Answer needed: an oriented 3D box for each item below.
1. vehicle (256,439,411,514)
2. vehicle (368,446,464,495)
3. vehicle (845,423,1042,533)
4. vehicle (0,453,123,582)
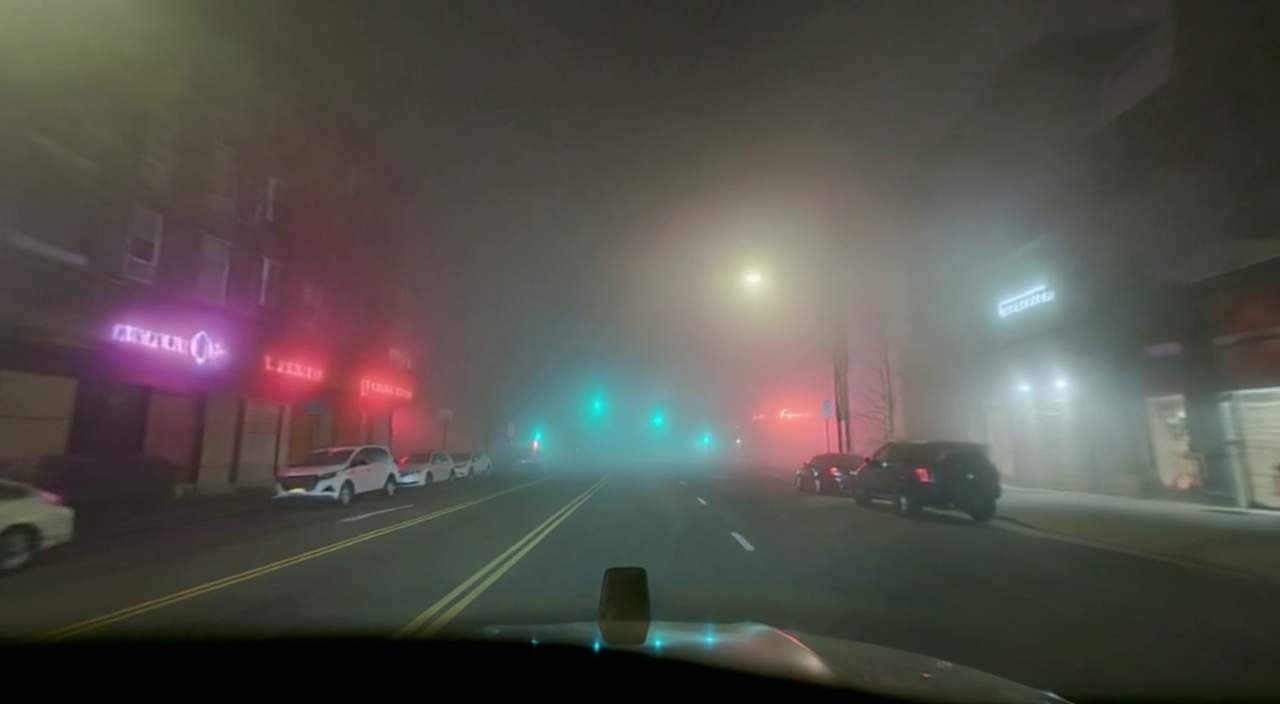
[{"bbox_3d":[-8.790,3.581,18.694,2.140,1.861,4.801,-1,-9,1],"label":"vehicle"},{"bbox_3d":[-8.870,4.700,25.499,2.004,1.709,4.941,0,-8,1],"label":"vehicle"},{"bbox_3d":[5.979,2.505,13.194,1.922,1.871,4.477,0,-8,1],"label":"vehicle"},{"bbox_3d":[-8.898,1.962,7.257,1.905,1.576,4.566,-2,-11,1],"label":"vehicle"}]
